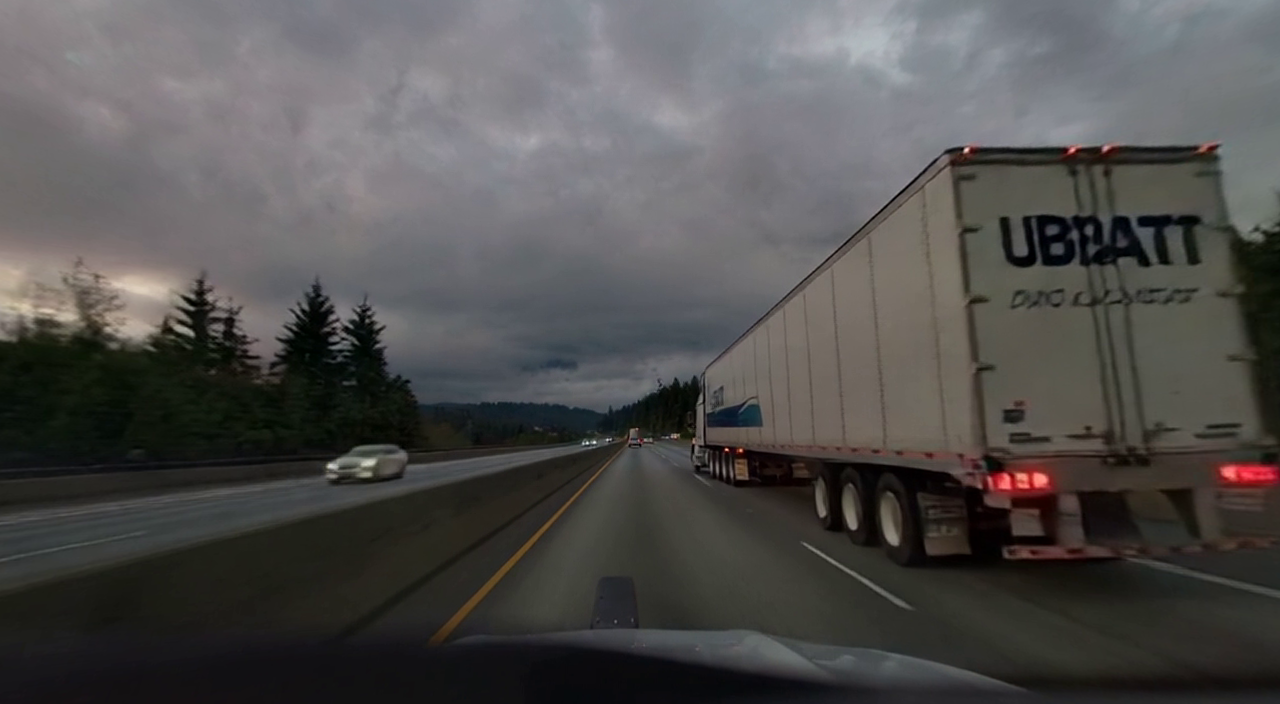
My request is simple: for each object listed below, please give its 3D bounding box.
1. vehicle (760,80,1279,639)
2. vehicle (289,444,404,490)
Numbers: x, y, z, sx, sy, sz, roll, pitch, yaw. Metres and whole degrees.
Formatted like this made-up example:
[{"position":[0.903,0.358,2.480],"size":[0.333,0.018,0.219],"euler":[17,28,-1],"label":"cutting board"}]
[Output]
[{"position":[4.034,0.507,8.441],"size":[3.006,3.850,8.310],"euler":[0,-8,-1],"label":"vehicle"},{"position":[-10.326,4.039,22.570],"size":[2.013,1.448,4.434],"euler":[0,-8,-1],"label":"vehicle"}]
